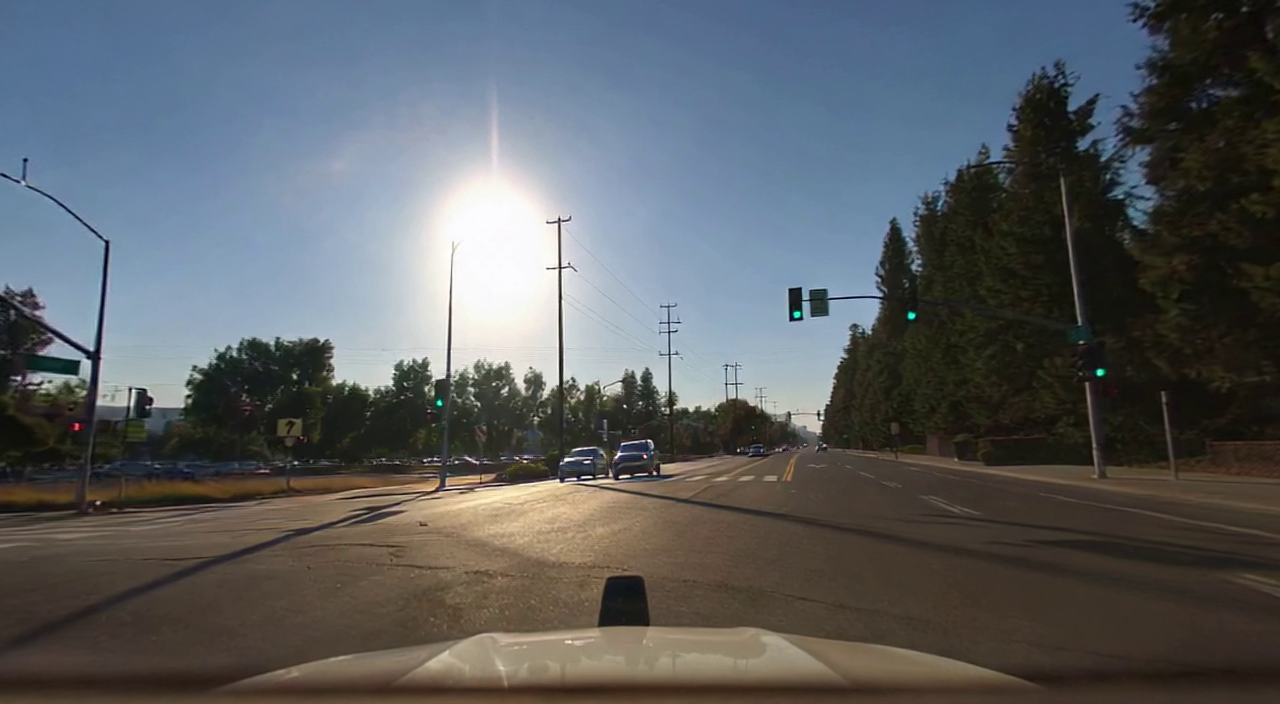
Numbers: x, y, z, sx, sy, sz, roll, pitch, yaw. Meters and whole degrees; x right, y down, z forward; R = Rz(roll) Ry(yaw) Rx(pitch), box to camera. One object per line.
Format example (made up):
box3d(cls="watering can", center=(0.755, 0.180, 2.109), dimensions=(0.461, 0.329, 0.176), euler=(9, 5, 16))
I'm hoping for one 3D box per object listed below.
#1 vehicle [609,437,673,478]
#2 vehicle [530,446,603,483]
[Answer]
box3d(cls="vehicle", center=(0.158, 4.760, 28.535), dimensions=(2.090, 1.697, 4.341), euler=(-2, -9, 11))
box3d(cls="vehicle", center=(-3.161, 4.970, 28.020), dimensions=(2.029, 1.504, 4.293), euler=(-2, -9, 11))
